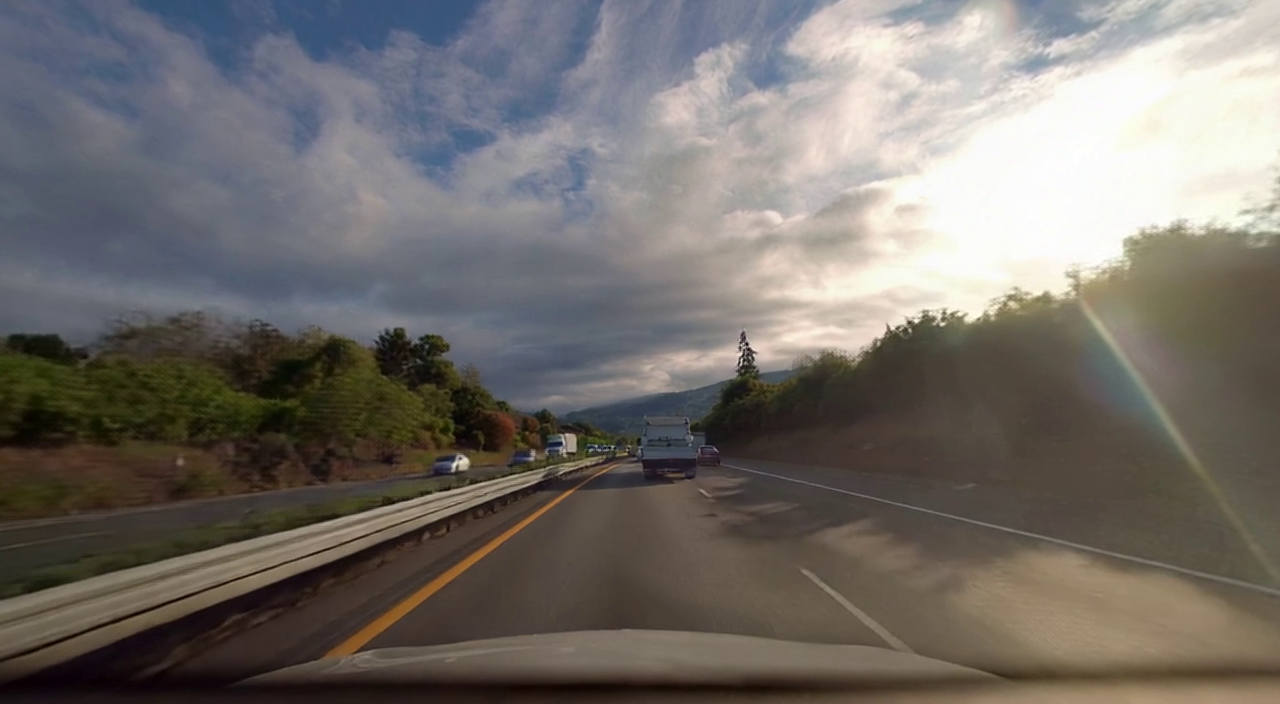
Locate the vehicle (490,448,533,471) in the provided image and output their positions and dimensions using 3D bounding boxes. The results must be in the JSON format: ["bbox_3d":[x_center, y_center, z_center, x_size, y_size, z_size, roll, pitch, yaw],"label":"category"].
[{"bbox_3d":[-9.039,7.609,44.750,2.090,1.496,4.568,0,-9,1],"label":"vehicle"}]

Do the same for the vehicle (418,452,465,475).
[{"bbox_3d":[-13.349,7.500,42.611,1.900,1.459,3.853,0,-9,1],"label":"vehicle"}]

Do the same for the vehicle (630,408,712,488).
[{"bbox_3d":[0.925,3.407,22.439,2.423,2.517,5.055,0,-9,-3],"label":"vehicle"}]
